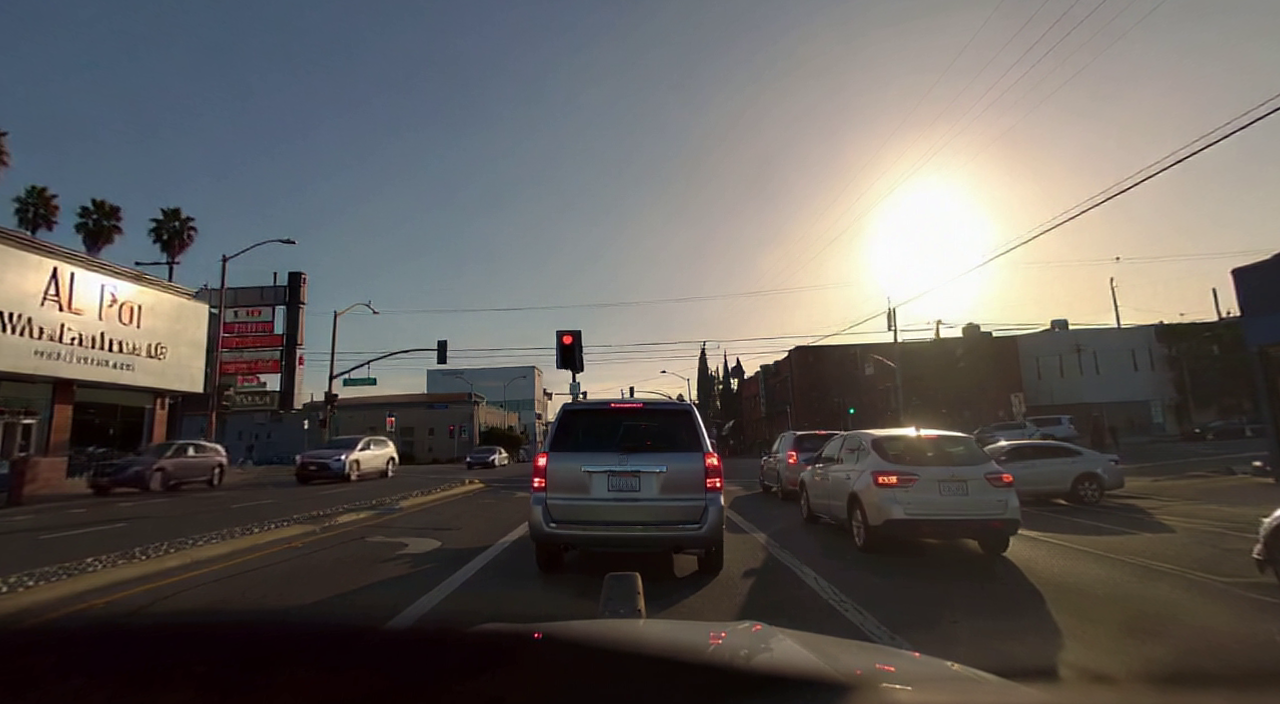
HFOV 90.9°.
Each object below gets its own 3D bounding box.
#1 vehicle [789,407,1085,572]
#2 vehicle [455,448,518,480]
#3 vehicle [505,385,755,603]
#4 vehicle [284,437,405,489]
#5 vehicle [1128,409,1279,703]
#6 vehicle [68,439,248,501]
[{"bbox_3d":[3.624,1.757,8.821,2.036,1.719,4.318,0,-8,0],"label":"vehicle"},{"bbox_3d":[-7.762,5.685,32.343,1.930,1.484,4.252,-1,-8,3],"label":"vehicle"},{"bbox_3d":[-0.003,1.537,7.678,2.154,1.861,4.280,0,-8,2],"label":"vehicle"},{"bbox_3d":[-11.696,4.406,25.503,2.224,1.840,5.290,0,-8,2],"label":"vehicle"},{"bbox_3d":[3.368,0.730,0.811,1.884,1.484,4.609,0,-8,2],"label":"vehicle"},{"bbox_3d":[-15.100,3.675,20.201,2.102,1.737,4.570,0,-8,1],"label":"vehicle"}]
